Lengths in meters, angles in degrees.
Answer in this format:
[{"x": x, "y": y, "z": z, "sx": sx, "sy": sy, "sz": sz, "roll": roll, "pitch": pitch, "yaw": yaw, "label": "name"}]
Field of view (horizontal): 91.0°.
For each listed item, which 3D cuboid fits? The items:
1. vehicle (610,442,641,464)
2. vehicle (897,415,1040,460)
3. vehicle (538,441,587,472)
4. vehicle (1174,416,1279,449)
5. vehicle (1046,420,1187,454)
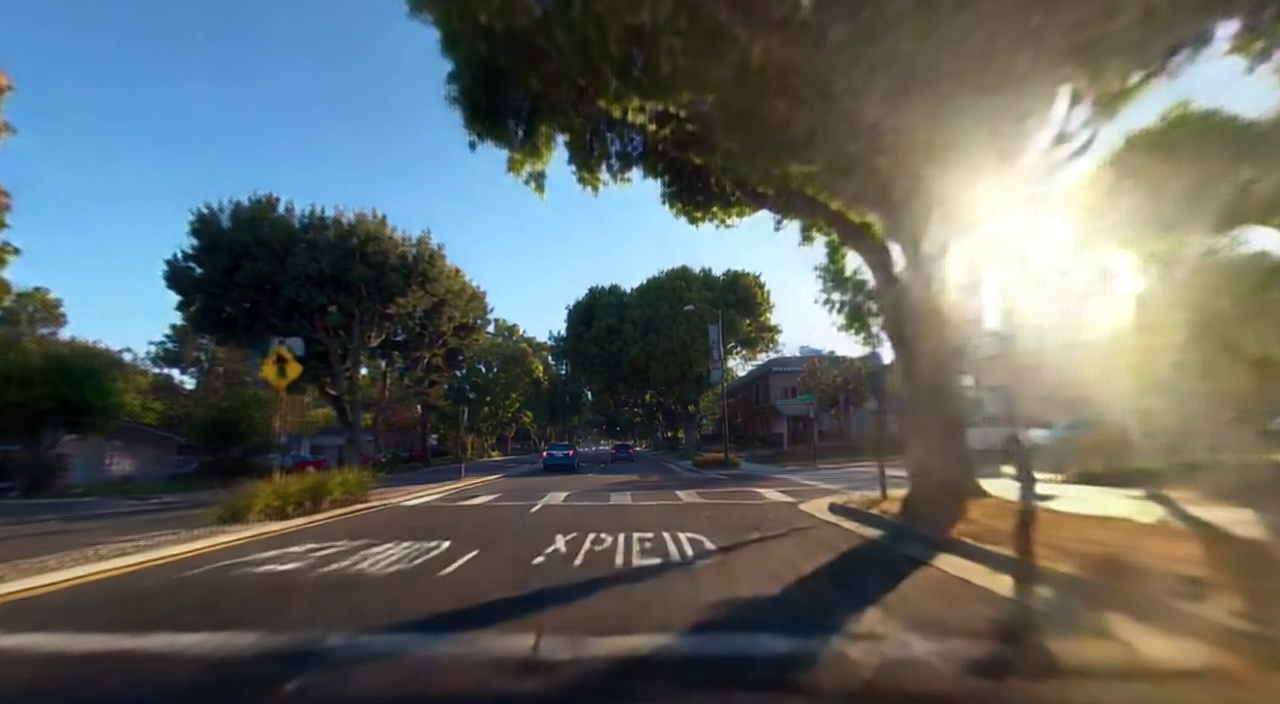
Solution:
[{"x": -1.026, "y": 7.455, "z": 46.602, "sx": 2.187, "sy": 1.478, "sz": 4.138, "roll": 0, "pitch": -8, "yaw": -1, "label": "vehicle"}, {"x": 15.111, "y": 3.991, "z": 29.235, "sx": 5.230, "sy": 2.007, "sz": 2.410, "roll": 0, "pitch": -8, "yaw": 1, "label": "vehicle"}, {"x": -3.964, "y": 5.454, "z": 33.101, "sx": 2.083, "sy": 1.460, "sz": 4.527, "roll": 0, "pitch": -8, "yaw": -1, "label": "vehicle"}, {"x": 28.203, "y": 3.836, "z": 29.685, "sx": 4.444, "sy": 1.482, "sz": 1.883, "roll": 1, "pitch": -9, "yaw": -6, "label": "vehicle"}, {"x": 22.258, "y": 4.011, "z": 29.525, "sx": 5.025, "sy": 1.532, "sz": 1.958, "roll": 0, "pitch": -8, "yaw": -1, "label": "vehicle"}]
